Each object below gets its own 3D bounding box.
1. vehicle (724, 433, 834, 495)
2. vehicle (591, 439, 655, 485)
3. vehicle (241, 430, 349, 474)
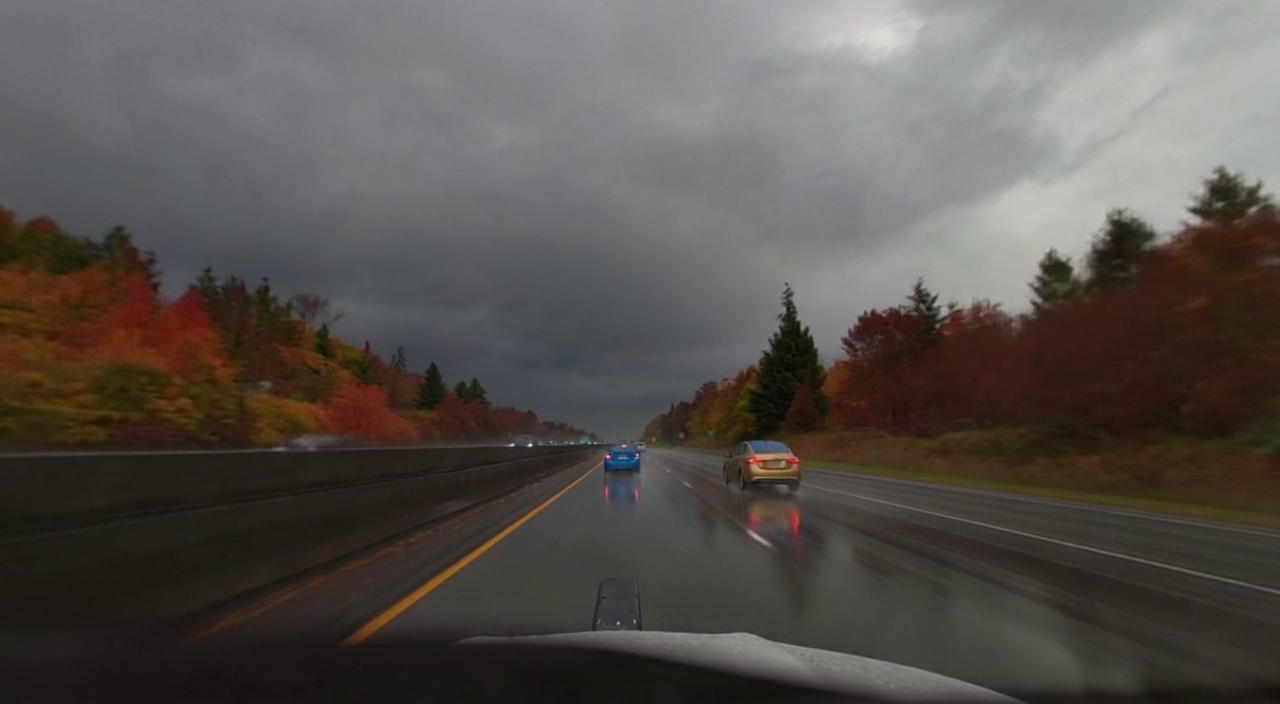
[{"bbox_3d":[3.902,3.247,18.439,2.300,1.595,4.144,-1,-9,0],"label":"vehicle"},{"bbox_3d":[-0.582,4.032,23.211,2.128,1.516,4.410,0,-9,0],"label":"vehicle"},{"bbox_3d":[-14.175,4.143,26.103,1.954,1.642,4.540,0,-9,-1],"label":"vehicle"}]
